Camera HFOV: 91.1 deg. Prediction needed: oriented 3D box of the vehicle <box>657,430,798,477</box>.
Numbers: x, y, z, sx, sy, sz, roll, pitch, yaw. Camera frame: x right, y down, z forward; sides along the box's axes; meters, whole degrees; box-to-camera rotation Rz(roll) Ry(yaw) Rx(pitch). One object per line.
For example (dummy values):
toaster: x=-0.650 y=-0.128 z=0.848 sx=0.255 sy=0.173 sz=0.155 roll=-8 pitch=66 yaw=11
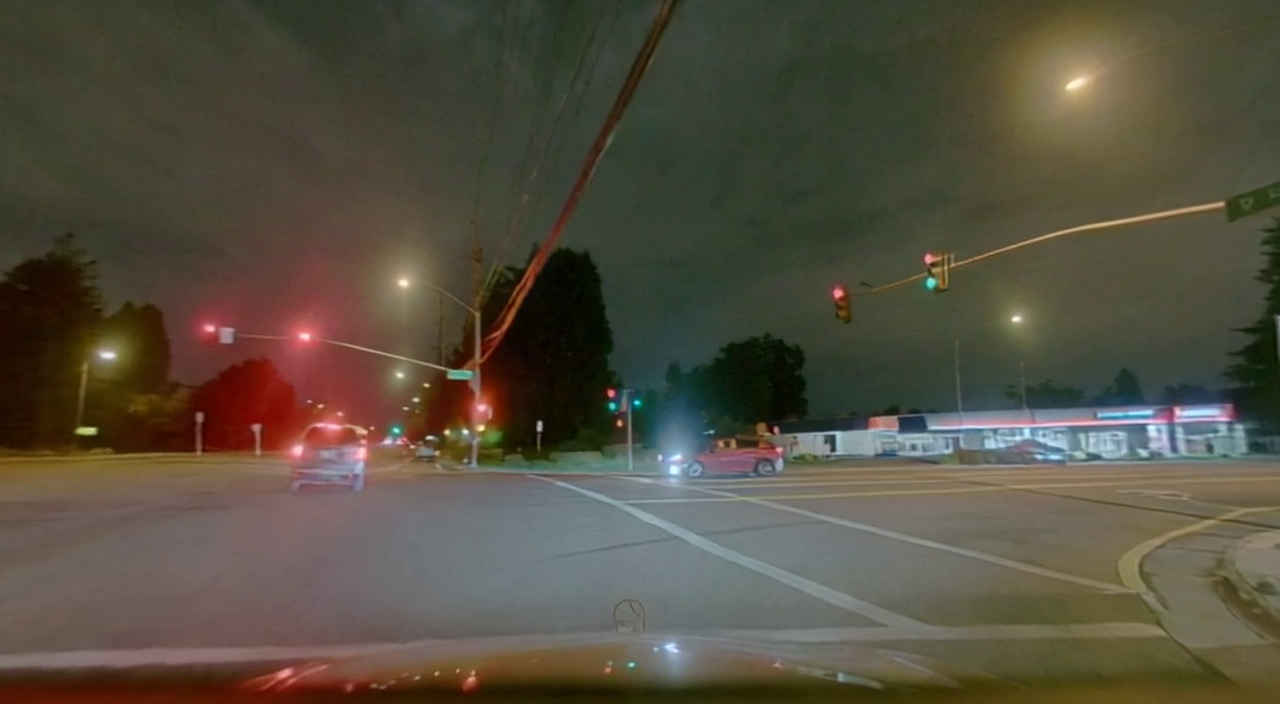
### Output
vehicle: x=3.407 y=3.972 z=24.729 sx=5.149 sy=1.725 sz=1.964 roll=3 pitch=-8 yaw=-17

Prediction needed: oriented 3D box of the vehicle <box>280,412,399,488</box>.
vehicle: x=-8.459 y=2.835 z=18.192 sx=2.300 sy=1.868 sz=4.690 roll=3 pitch=-9 yaw=-16

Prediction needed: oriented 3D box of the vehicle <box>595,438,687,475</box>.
vehicle: x=-0.003 y=4.792 z=28.791 sx=3.990 sy=1.548 sz=1.780 roll=2 pitch=-9 yaw=-9

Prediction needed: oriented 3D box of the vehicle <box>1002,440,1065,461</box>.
vehicle: x=28.461 y=7.106 z=45.372 sx=3.805 sy=1.451 sz=1.641 roll=3 pitch=-9 yaw=-15
